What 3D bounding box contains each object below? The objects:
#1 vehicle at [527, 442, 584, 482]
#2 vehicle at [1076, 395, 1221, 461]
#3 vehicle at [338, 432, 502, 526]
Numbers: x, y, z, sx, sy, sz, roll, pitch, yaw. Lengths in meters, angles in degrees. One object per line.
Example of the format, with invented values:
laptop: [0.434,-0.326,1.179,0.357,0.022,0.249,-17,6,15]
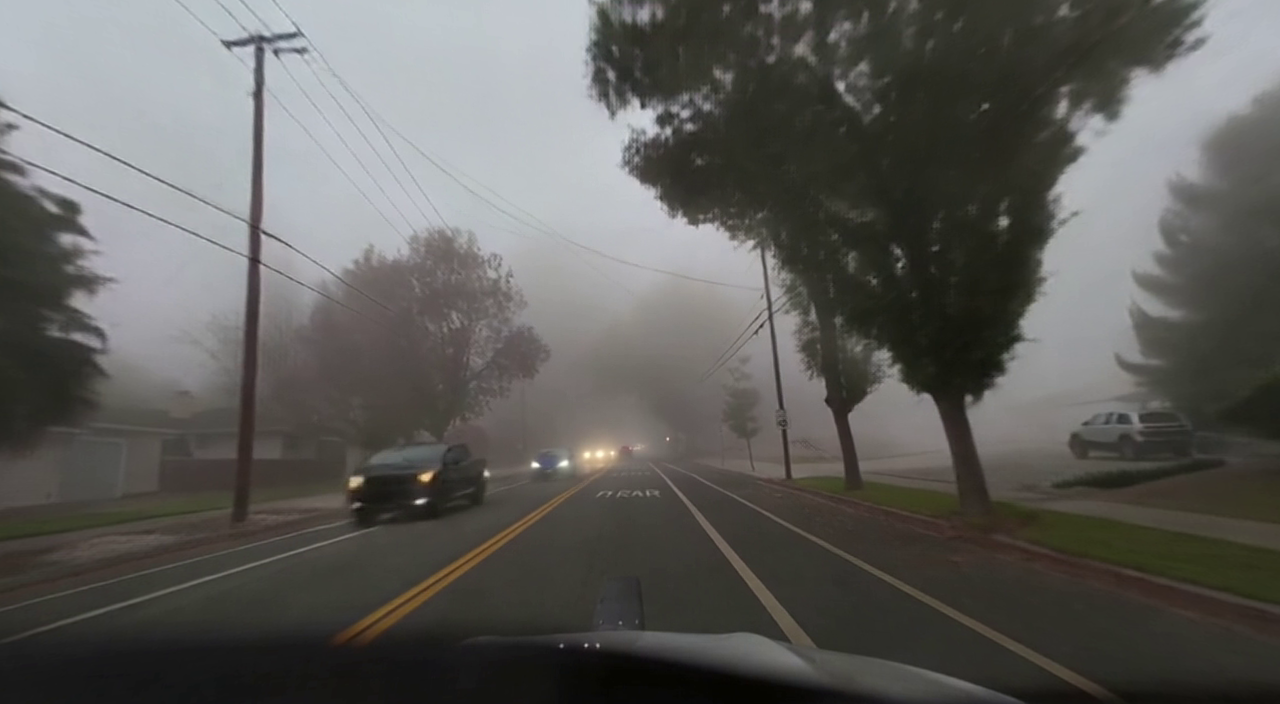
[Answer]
vehicle: [-3.779,5.018,29.129,2.090,1.689,4.232,0,-9,-1]
vehicle: [16.995,2.668,21.503,2.068,1.963,5.037,-3,-9,18]
vehicle: [-5.010,2.952,15.392,2.059,1.840,5.317,0,-9,0]
